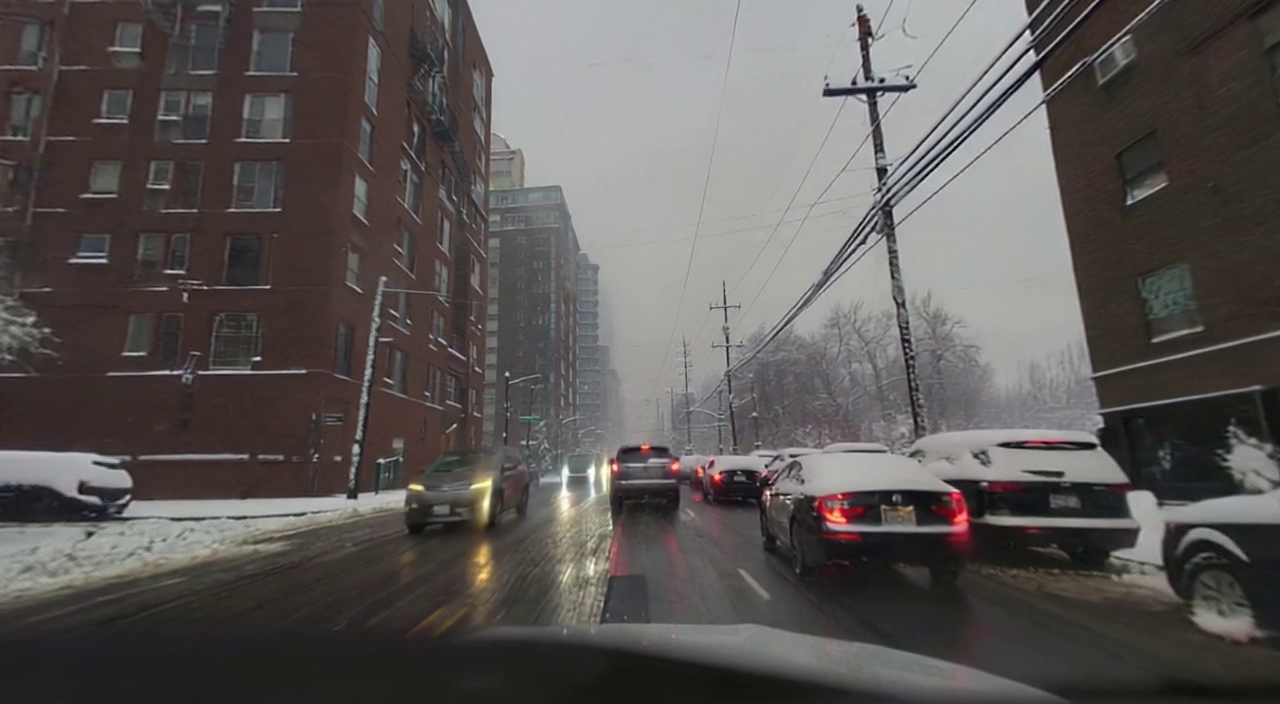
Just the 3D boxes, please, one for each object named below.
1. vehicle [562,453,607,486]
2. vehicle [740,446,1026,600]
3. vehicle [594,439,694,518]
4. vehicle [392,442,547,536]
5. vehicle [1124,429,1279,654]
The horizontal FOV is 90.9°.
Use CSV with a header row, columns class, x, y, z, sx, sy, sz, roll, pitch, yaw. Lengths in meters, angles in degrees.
class,x,y,z,sx,sy,sz,roll,pitch,yaw
vehicle,-3.024,6.520,35.233,2.023,1.646,4.282,-1,-8,1
vehicle,2.708,1.995,8.385,2.029,1.460,4.451,0,-8,0
vehicle,0.036,3.131,16.194,2.232,1.736,4.036,0,-8,-1
vehicle,-3.471,2.856,13.850,2.112,1.705,4.365,0,-8,1
vehicle,5.526,1.200,3.611,1.931,1.585,4.387,0,-9,-1
